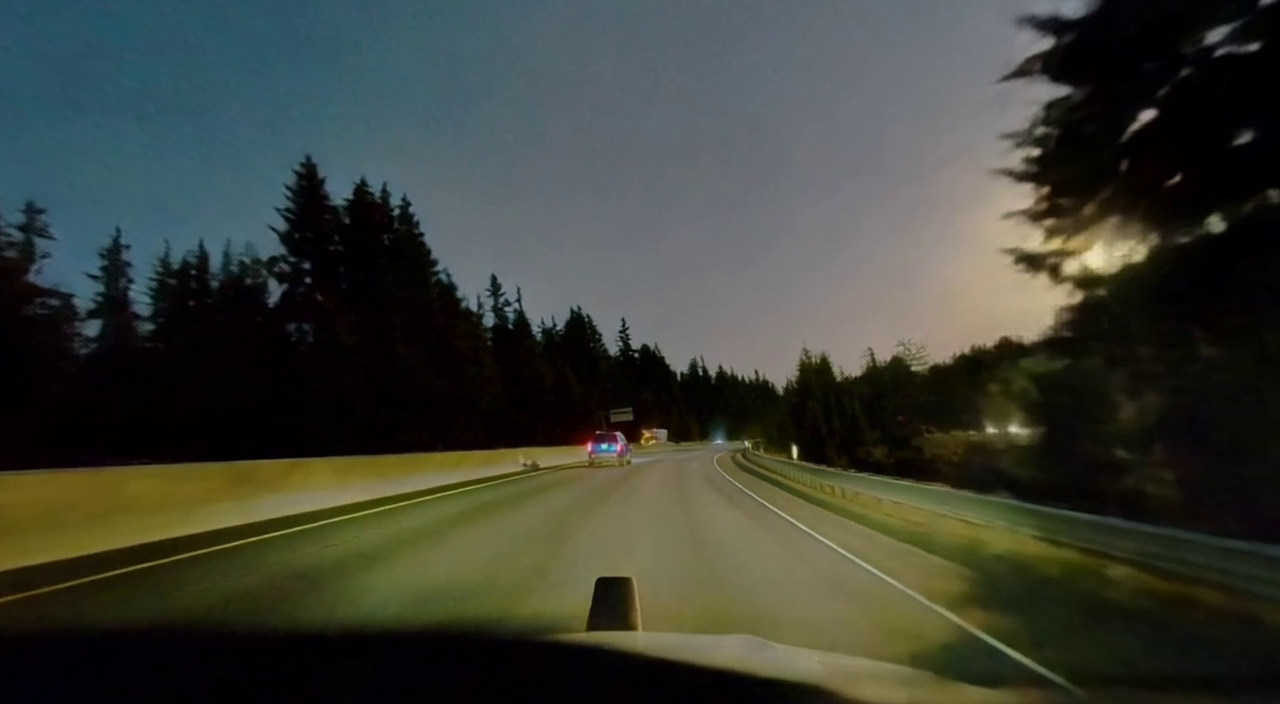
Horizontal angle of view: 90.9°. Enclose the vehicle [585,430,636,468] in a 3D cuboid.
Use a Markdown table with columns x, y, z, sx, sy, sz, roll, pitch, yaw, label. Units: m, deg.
| x | y | z | sx | sy | sz | roll | pitch | yaw | label |
| --- | --- | --- | --- | --- | --- | --- | --- | --- | --- |
| -1.400 | 4.924 | 32.218 | 2.005 | 1.752 | 4.479 | -1 | -8 | 5 | vehicle |
